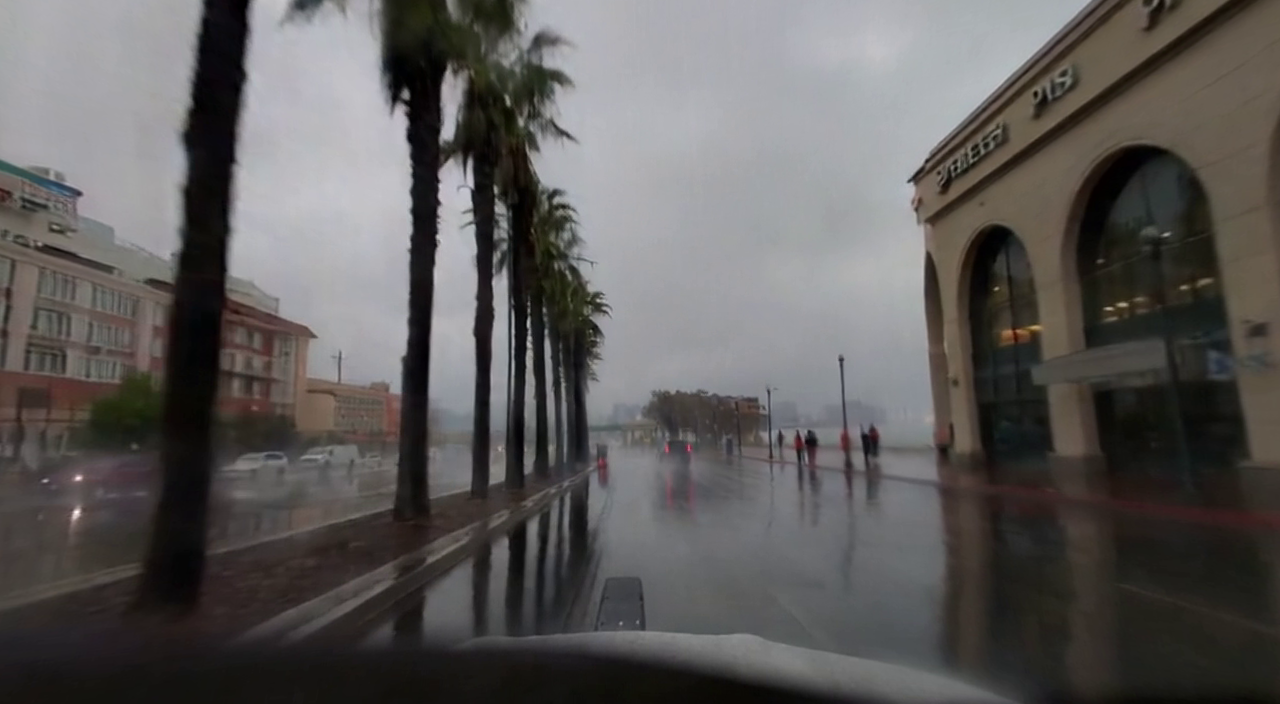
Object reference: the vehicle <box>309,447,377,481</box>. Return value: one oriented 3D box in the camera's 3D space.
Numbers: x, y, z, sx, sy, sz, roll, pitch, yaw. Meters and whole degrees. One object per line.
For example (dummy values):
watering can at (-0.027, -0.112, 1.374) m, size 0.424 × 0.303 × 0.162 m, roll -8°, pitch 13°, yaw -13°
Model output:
vehicle at (-18.500, 6.973, 39.639) m, size 2.136 × 1.890 × 4.670 m, roll -3°, pitch -8°, yaw -1°

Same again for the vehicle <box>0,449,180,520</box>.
vehicle at (-17.771, 4.198, 20.626) m, size 1.947 × 1.871 × 4.855 m, roll -3°, pitch -8°, yaw -2°

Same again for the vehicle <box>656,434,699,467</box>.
vehicle at (2.404, 6.591, 42.541) m, size 2.284 × 2.010 × 6.670 m, roll 0°, pitch -8°, yaw -1°

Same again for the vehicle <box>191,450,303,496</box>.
vehicle at (-18.168, 5.579, 29.584) m, size 2.049 × 1.878 × 5.125 m, roll -1°, pitch -9°, yaw -2°
